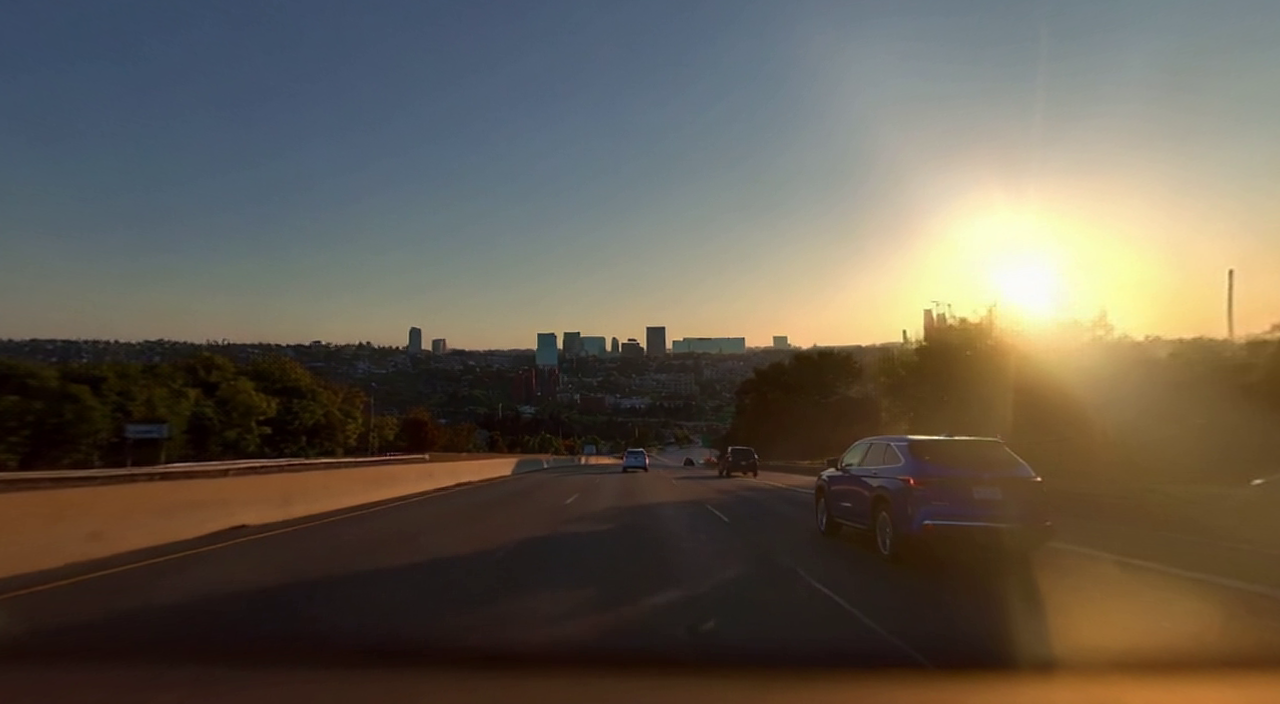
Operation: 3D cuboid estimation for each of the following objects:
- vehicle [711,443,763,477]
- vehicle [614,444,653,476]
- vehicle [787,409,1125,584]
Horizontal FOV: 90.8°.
[{"bbox_3d":[6.924,7.805,46.026,2.526,2.230,6.190,0,-9,-3],"label":"vehicle"},{"bbox_3d":[-0.424,6.476,38.072,2.181,1.768,4.383,0,-9,-2],"label":"vehicle"},{"bbox_3d":[3.556,1.716,8.293,2.097,1.659,4.320,0,-9,-1],"label":"vehicle"}]
